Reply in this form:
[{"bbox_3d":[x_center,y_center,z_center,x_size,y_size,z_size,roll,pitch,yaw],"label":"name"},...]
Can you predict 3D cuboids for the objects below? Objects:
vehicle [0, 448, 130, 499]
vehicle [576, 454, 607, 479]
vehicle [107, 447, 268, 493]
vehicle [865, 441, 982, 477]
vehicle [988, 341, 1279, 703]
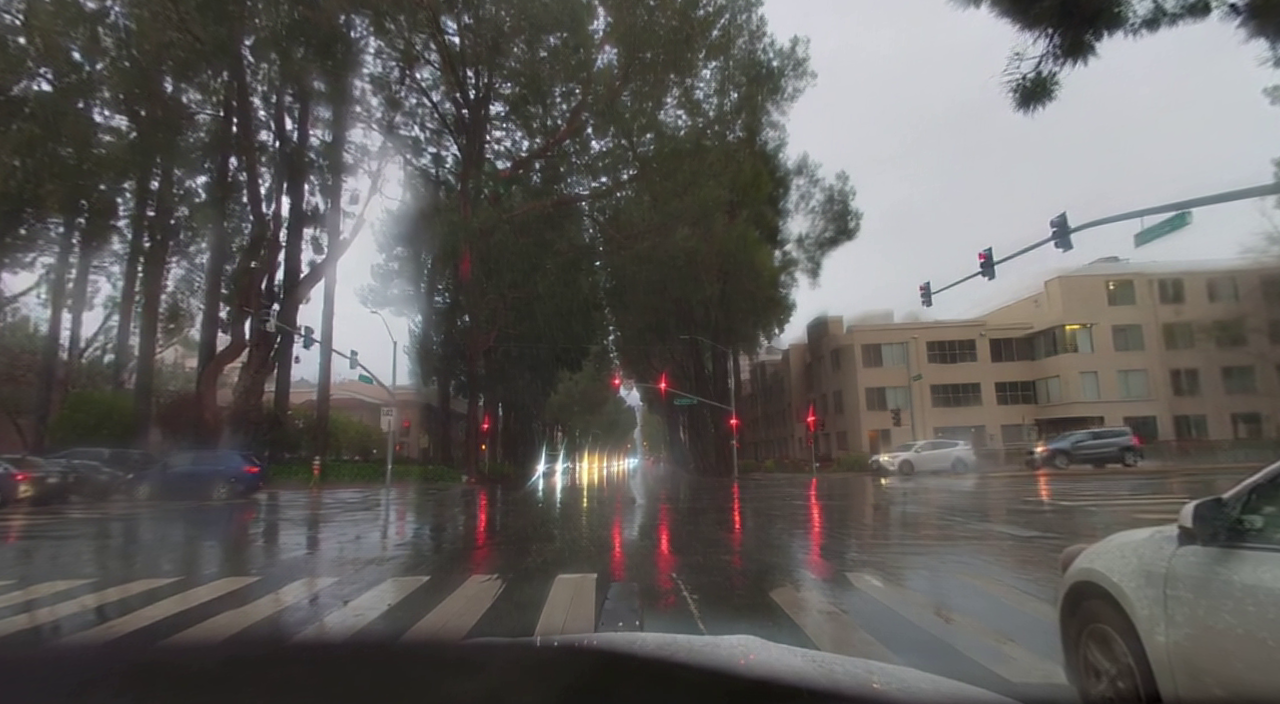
[{"bbox_3d":[-22.059,4.411,23.138,4.748,1.727,2.325,0,-8,1],"label":"vehicle"},{"bbox_3d":[-3.636,8.642,47.900,2.162,1.740,4.728,0,-8,-2],"label":"vehicle"},{"bbox_3d":[-18.832,4.950,26.540,4.798,1.763,2.536,0,-10,0],"label":"vehicle"},{"bbox_3d":[15.598,5.892,35.029,5.220,1.897,2.596,0,-8,0],"label":"vehicle"},{"bbox_3d":[3.694,0.886,2.889,2.227,1.705,4.719,-2,-8,11],"label":"vehicle"}]
